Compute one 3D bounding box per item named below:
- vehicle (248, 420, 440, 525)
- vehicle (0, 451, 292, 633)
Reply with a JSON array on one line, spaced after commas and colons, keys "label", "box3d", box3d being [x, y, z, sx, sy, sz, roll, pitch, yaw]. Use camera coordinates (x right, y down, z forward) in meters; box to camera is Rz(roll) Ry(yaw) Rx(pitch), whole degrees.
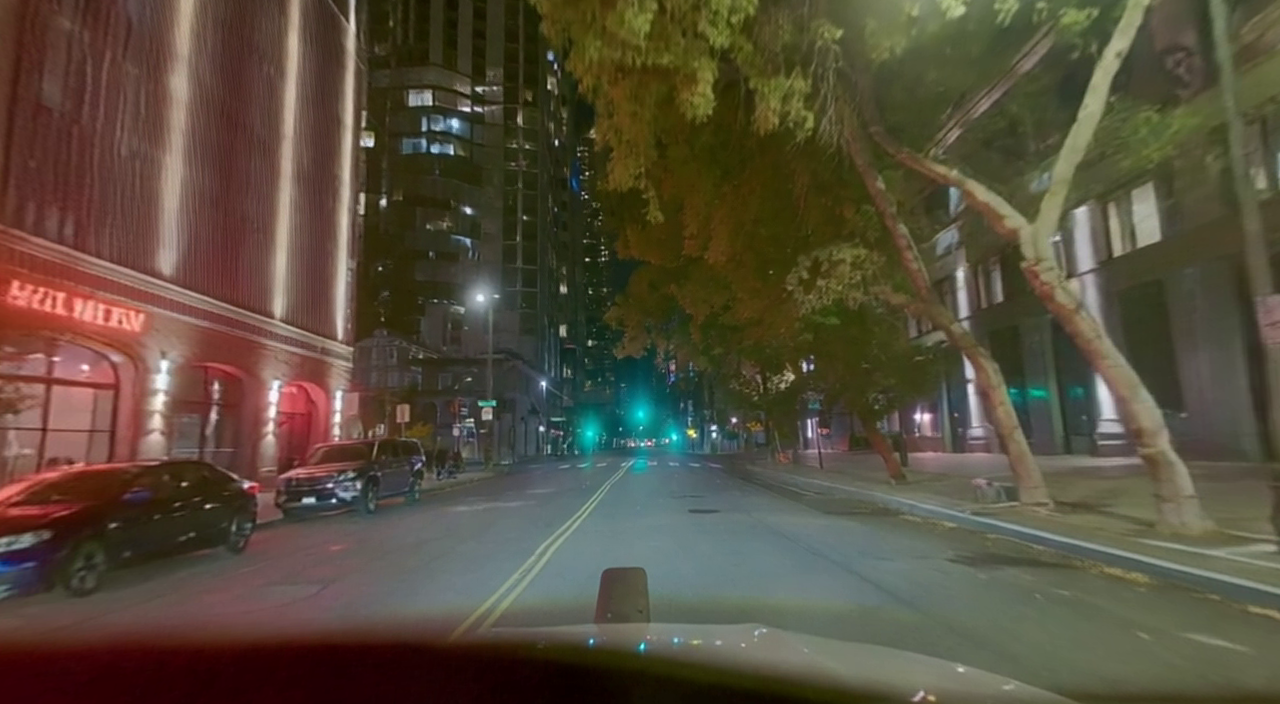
[{"label": "vehicle", "box3d": [-6.578, 2.721, 14.795, 2.273, 1.871, 4.920, -4, -9, -2]}, {"label": "vehicle", "box3d": [-6.739, 2.089, 7.832, 2.270, 1.539, 4.855, -4, -9, -2]}]
